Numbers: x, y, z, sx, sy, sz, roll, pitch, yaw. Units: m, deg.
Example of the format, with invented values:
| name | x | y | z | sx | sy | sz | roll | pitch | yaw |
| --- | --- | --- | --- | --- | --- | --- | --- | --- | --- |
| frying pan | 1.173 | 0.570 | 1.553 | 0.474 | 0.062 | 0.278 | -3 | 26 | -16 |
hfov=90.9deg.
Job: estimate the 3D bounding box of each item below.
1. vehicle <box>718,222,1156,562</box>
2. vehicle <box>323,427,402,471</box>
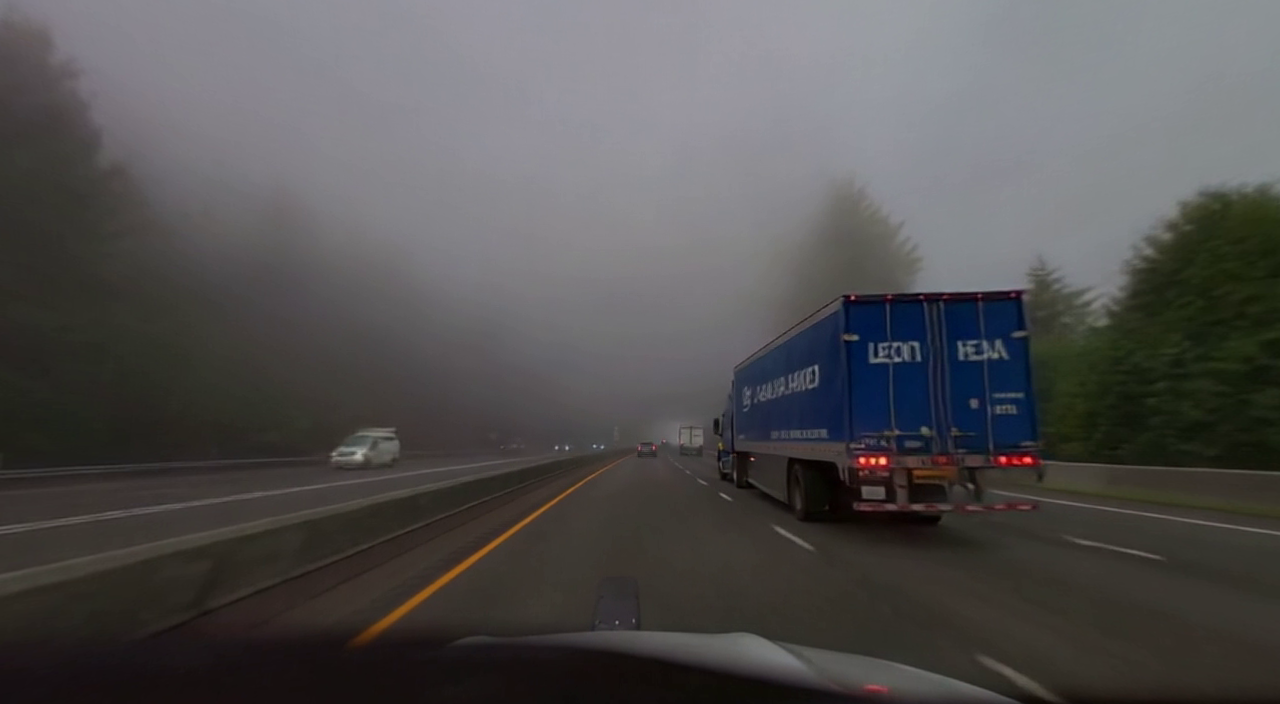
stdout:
| name | x | y | z | sx | sy | sz | roll | pitch | yaw |
| --- | --- | --- | --- | --- | --- | --- | --- | --- | --- |
| vehicle | 4.321 | 1.354 | 14.384 | 3.171 | 4.072 | 13.784 | 0 | -8 | 0 |
| vehicle | -17.625 | 6.193 | 40.421 | 2.420 | 2.549 | 5.415 | -1 | -8 | 2 |
